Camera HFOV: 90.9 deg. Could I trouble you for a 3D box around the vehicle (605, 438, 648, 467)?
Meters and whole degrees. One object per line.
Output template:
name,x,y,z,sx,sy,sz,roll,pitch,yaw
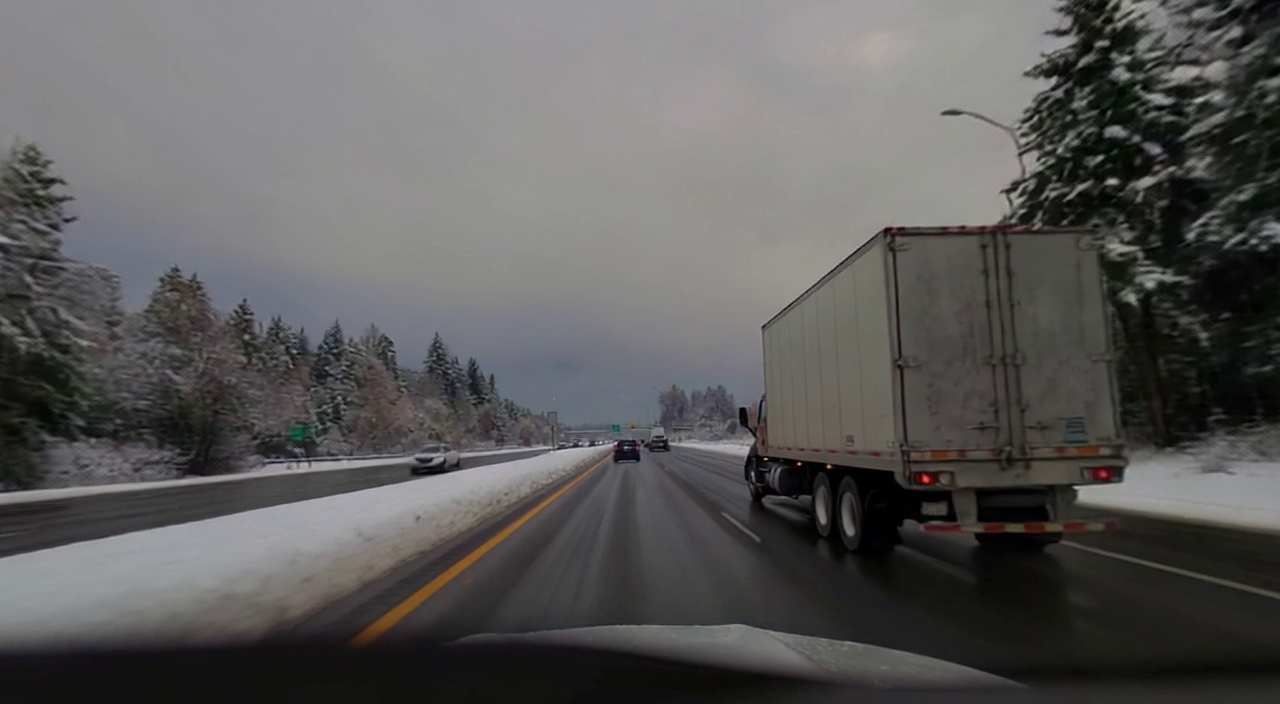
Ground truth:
vehicle,-0.753,5.557,35.025,2.259,1.466,3.693,0,-8,-1

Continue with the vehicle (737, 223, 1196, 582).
vehicle,3.782,0.971,10.306,2.921,3.526,8.207,0,-8,-1

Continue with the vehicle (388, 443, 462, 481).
vehicle,-9.191,4.701,27.294,1.882,1.446,3.944,0,-8,-1
